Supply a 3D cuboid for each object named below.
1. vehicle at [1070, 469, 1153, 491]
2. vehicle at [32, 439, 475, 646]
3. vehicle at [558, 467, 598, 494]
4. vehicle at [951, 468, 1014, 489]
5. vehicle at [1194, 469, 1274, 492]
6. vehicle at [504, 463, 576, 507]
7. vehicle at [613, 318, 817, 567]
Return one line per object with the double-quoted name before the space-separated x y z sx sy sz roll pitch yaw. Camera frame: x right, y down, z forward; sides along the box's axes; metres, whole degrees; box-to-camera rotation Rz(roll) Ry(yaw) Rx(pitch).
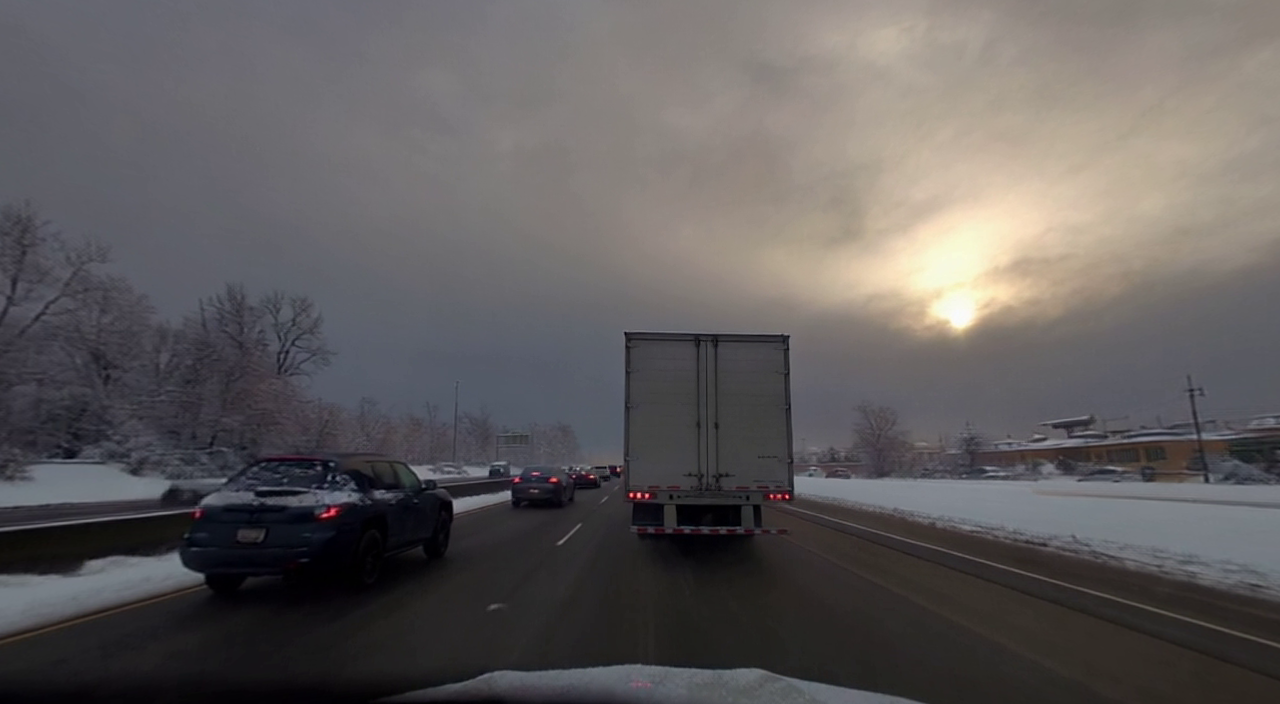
"vehicle" 33.674 9.167 45.064 4.299 1.465 1.807 -1 -11 9
"vehicle" -3.518 1.865 7.128 1.983 1.509 4.679 1 -11 1
"vehicle" -3.470 7.333 36.016 1.867 1.418 3.670 0 -11 1
"vehicle" 26.404 9.767 48.712 4.107 1.485 1.796 -4 -11 23
"vehicle" 42.188 9.120 44.756 3.974 1.485 1.709 1 -11 -3
"vehicle" -3.712 5.056 24.160 1.964 1.482 4.371 0 -11 1
"vehicle" 1.011 2.039 13.338 2.831 3.529 8.689 1 -11 -1
